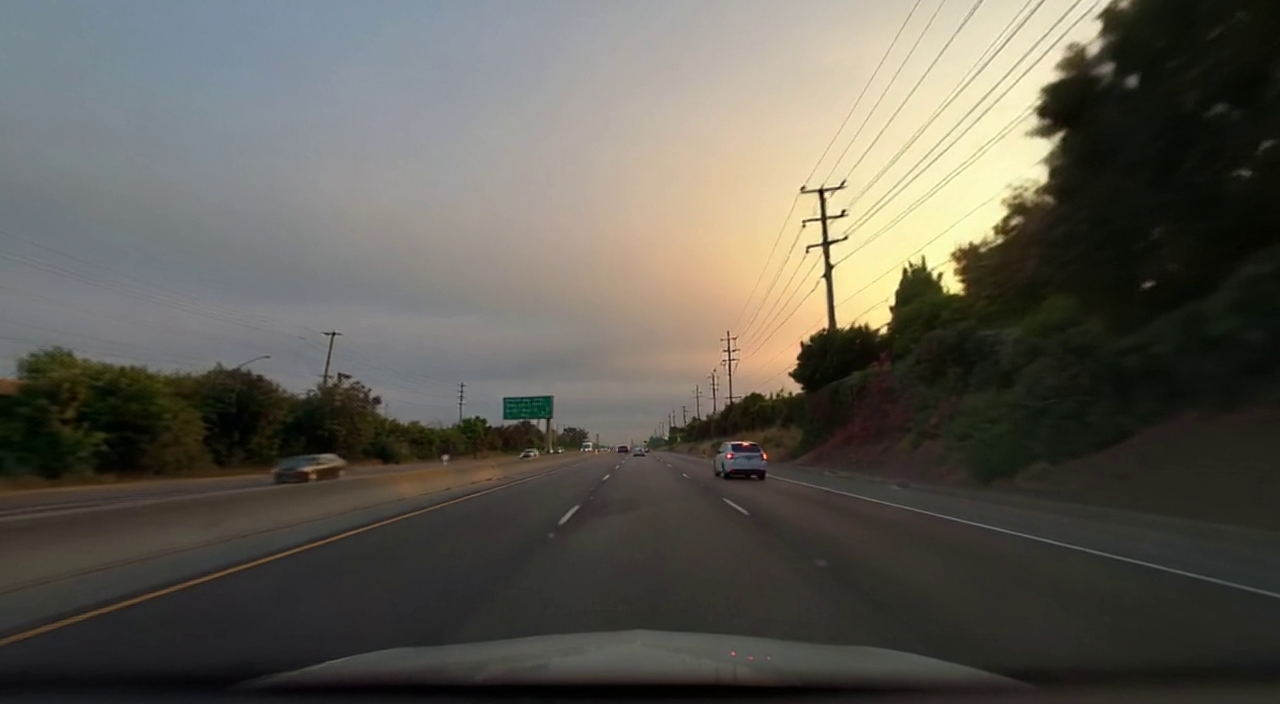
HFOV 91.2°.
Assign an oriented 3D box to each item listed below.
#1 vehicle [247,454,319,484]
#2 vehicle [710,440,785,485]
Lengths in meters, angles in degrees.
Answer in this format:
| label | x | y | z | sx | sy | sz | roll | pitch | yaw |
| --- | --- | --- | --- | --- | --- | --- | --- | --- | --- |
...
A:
| label | x | y | z | sx | sy | sz | roll | pitch | yaw |
| --- | --- | --- | --- | --- | --- | --- | --- | --- | --- |
| vehicle | -19.870 | 6.502 | 35.074 | 1.774 | 1.490 | 3.759 | 0 | -9 | 0 |
| vehicle | 3.982 | 4.162 | 23.876 | 2.054 | 1.565 | 4.089 | 0 | -9 | -1 |
